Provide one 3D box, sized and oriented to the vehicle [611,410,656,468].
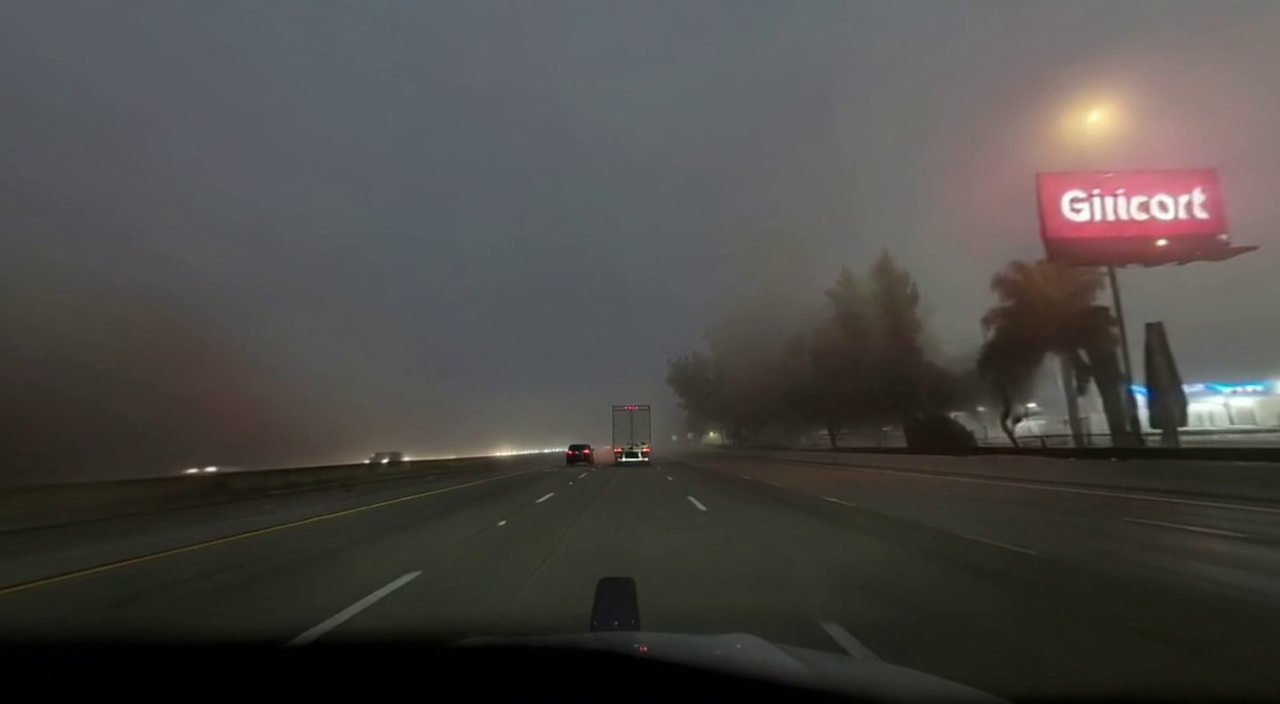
[{"bbox_3d":[-0.369,6.682,48.095,3.000,3.786,11.740,0,-9,1],"label":"vehicle"}]
